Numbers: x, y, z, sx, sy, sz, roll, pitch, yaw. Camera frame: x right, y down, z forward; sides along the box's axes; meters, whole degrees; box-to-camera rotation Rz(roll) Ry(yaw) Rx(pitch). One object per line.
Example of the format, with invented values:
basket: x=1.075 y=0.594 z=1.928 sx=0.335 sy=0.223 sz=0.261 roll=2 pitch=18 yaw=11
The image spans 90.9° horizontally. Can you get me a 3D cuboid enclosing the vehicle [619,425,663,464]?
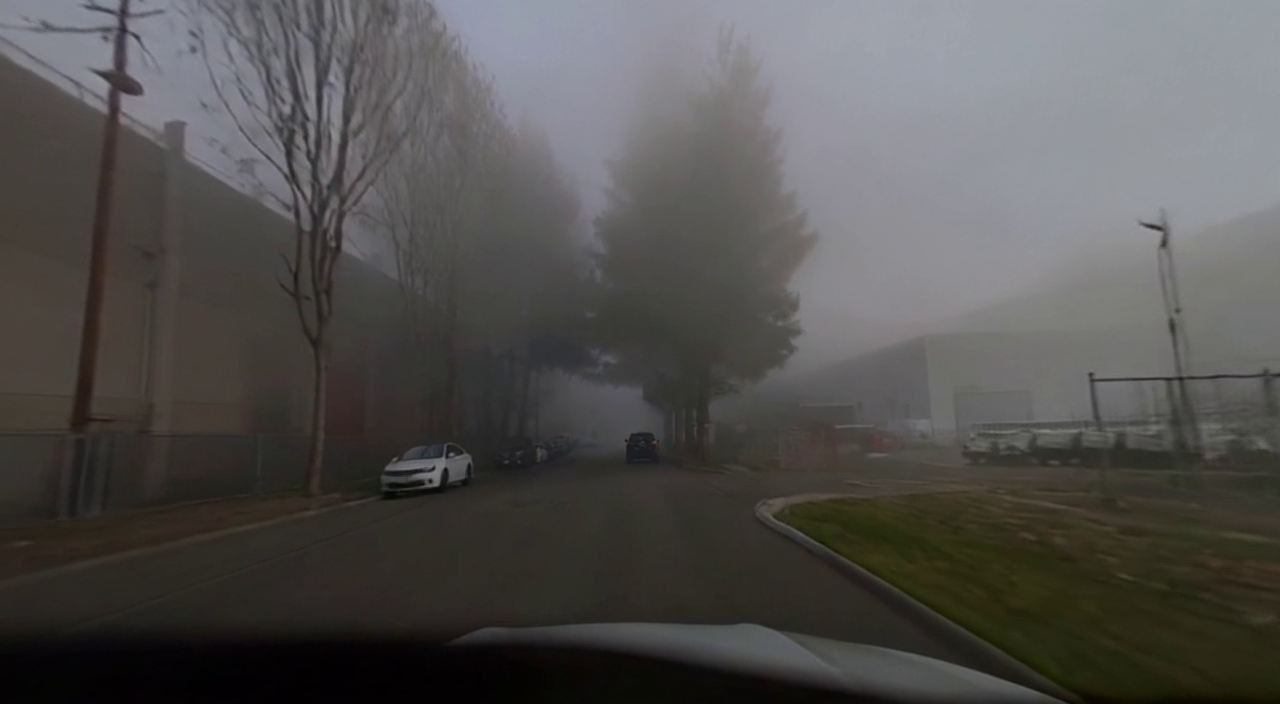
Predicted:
vehicle: x=0.028 y=4.824 z=33.023 sx=2.152 sy=1.874 sz=4.042 roll=0 pitch=-8 yaw=-1

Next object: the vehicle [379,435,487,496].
vehicle: x=-6.066 y=3.383 z=18.987 sx=1.938 sy=1.500 sz=4.130 roll=-3 pitch=-9 yaw=-2

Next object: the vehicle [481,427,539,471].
vehicle: x=-6.686 y=5.073 z=32.976 sx=2.005 sy=1.989 sz=4.929 roll=-3 pitch=-9 yaw=0
